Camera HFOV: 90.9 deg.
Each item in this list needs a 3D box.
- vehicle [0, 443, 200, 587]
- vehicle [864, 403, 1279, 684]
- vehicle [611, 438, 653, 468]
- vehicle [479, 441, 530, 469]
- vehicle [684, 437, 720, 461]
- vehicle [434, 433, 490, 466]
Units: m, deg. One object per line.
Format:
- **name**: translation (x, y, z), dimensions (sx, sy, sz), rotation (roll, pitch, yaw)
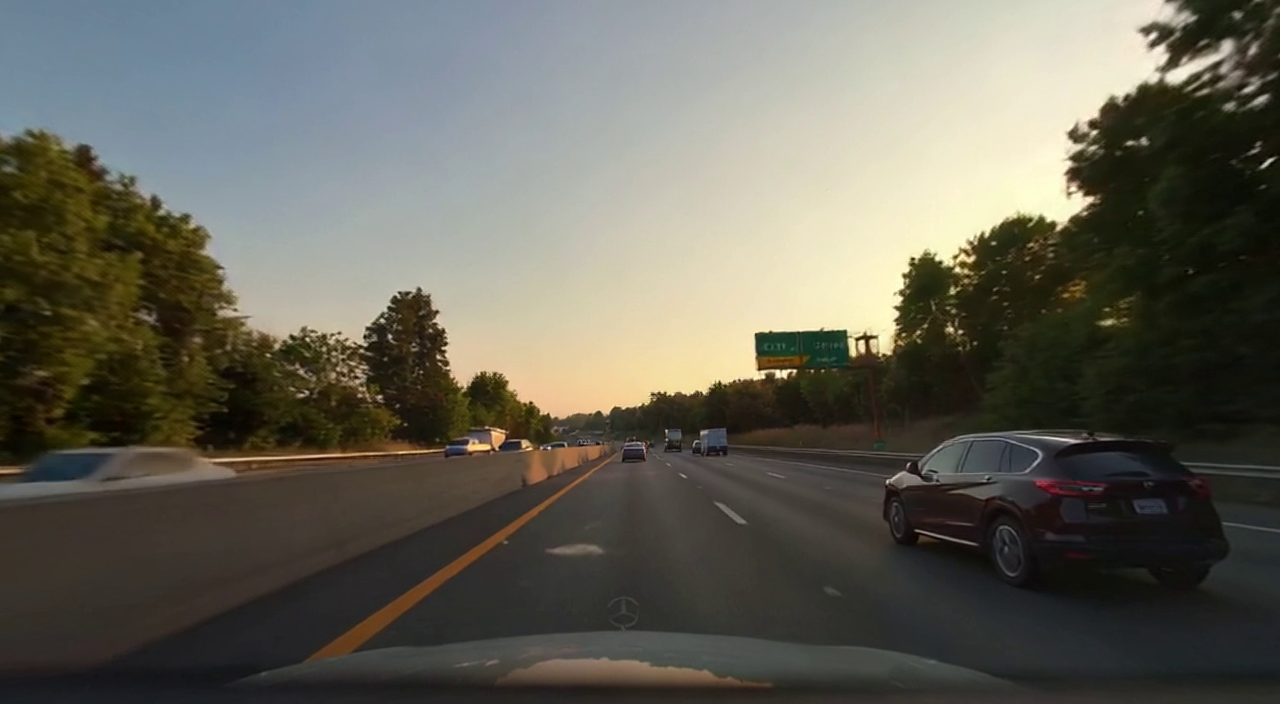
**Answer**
- **vehicle**: translation (-7.559, 1.804, 7.324), dimensions (1.897, 1.451, 4.137), rotation (0, -8, 0)
- **vehicle**: translation (3.965, 1.353, 5.828), dimensions (1.961, 1.495, 4.743), rotation (0, -8, -1)
- **vehicle**: translation (-0.433, 5.266, 33.086), dimensions (2.055, 1.466, 4.317), rotation (0, -8, -1)
- **vehicle**: translation (-7.858, 5.991, 37.040), dimensions (2.012, 1.521, 4.593), rotation (0, -8, 0)
- **vehicle**: translation (4.286, 6.771, 44.165), dimensions (1.995, 1.556, 3.893), rotation (0, -8, -2)
- **vehicle**: translation (-11.636, 6.398, 41.609), dimensions (2.209, 2.011, 4.985), rotation (0, -8, 0)
